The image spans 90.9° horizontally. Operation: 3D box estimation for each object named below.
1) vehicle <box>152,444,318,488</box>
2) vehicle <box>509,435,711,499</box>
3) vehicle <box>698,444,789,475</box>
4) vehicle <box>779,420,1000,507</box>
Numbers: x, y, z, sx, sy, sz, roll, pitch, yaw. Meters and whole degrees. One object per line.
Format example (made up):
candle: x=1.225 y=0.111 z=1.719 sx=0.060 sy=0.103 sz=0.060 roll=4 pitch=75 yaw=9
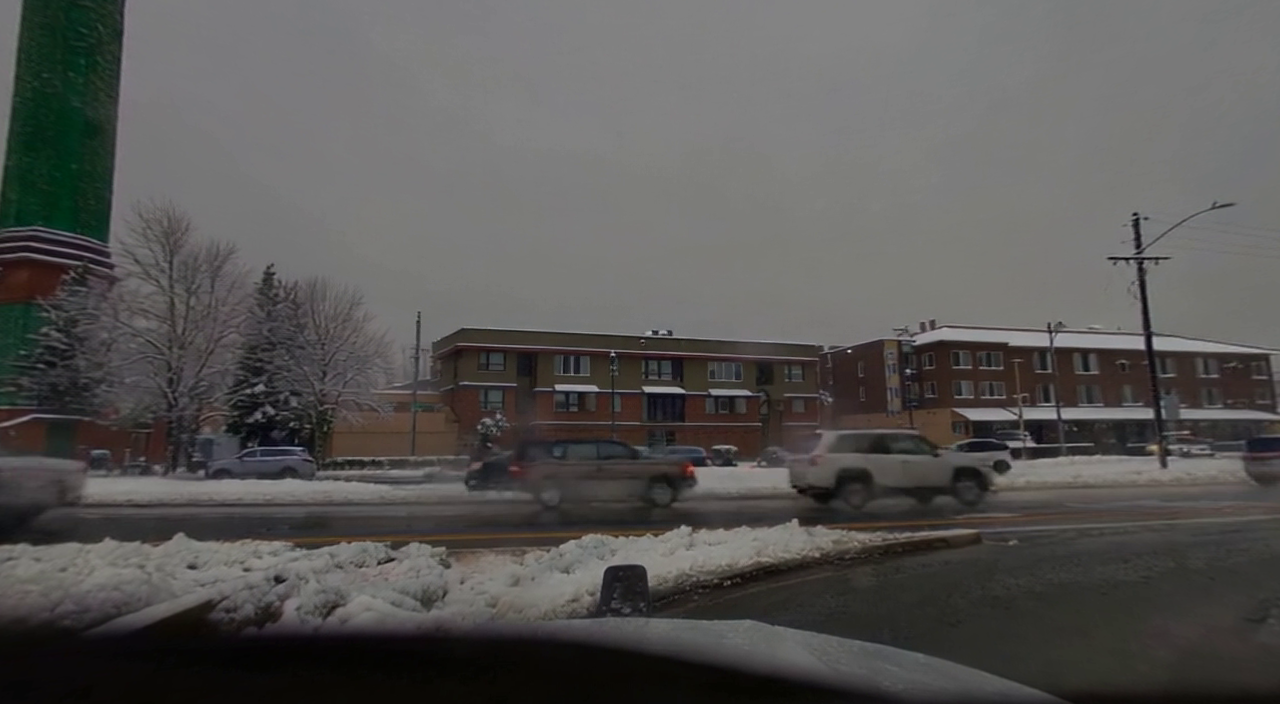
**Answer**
vehicle: x=-14.307 y=4.047 z=22.517 sx=4.513 sy=1.451 sz=1.853 roll=1 pitch=-9 yaw=-8
vehicle: x=-0.788 y=2.854 z=15.898 sx=4.795 sy=1.465 sz=1.882 roll=1 pitch=-8 yaw=-9
vehicle: x=6.294 y=6.548 z=38.622 sx=5.127 sy=1.803 sz=2.011 roll=1 pitch=-9 yaw=-10
vehicle: x=5.317 y=2.384 z=13.716 sx=4.011 sy=1.697 sz=1.857 roll=1 pitch=-9 yaw=-10
